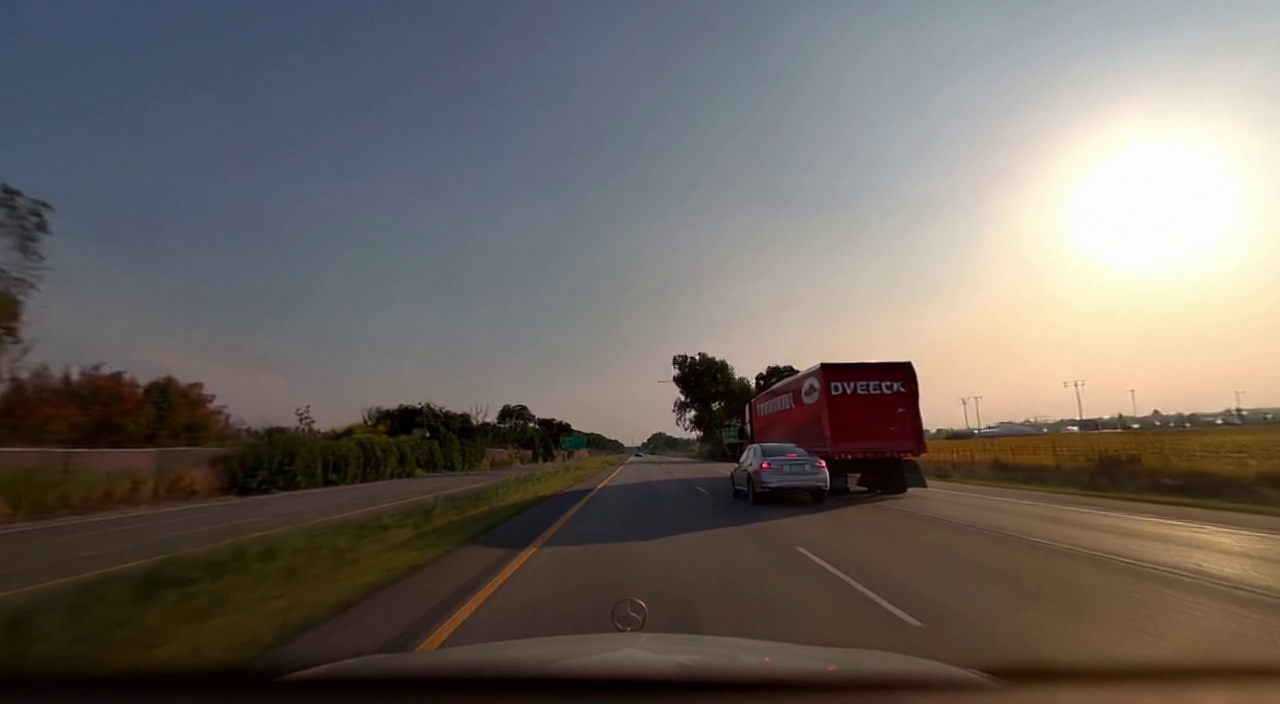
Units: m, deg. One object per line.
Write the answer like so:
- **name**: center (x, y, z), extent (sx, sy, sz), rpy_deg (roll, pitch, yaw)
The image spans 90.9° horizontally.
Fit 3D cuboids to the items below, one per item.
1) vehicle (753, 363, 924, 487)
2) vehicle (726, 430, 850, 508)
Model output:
- **vehicle**: center (7.996, 3.545, 28.438), extent (3.088, 4.217, 14.033), rpy_deg (0, -9, 0)
- **vehicle**: center (3.641, 2.967, 16.361), extent (2.093, 1.742, 4.167), rpy_deg (0, -9, -1)
